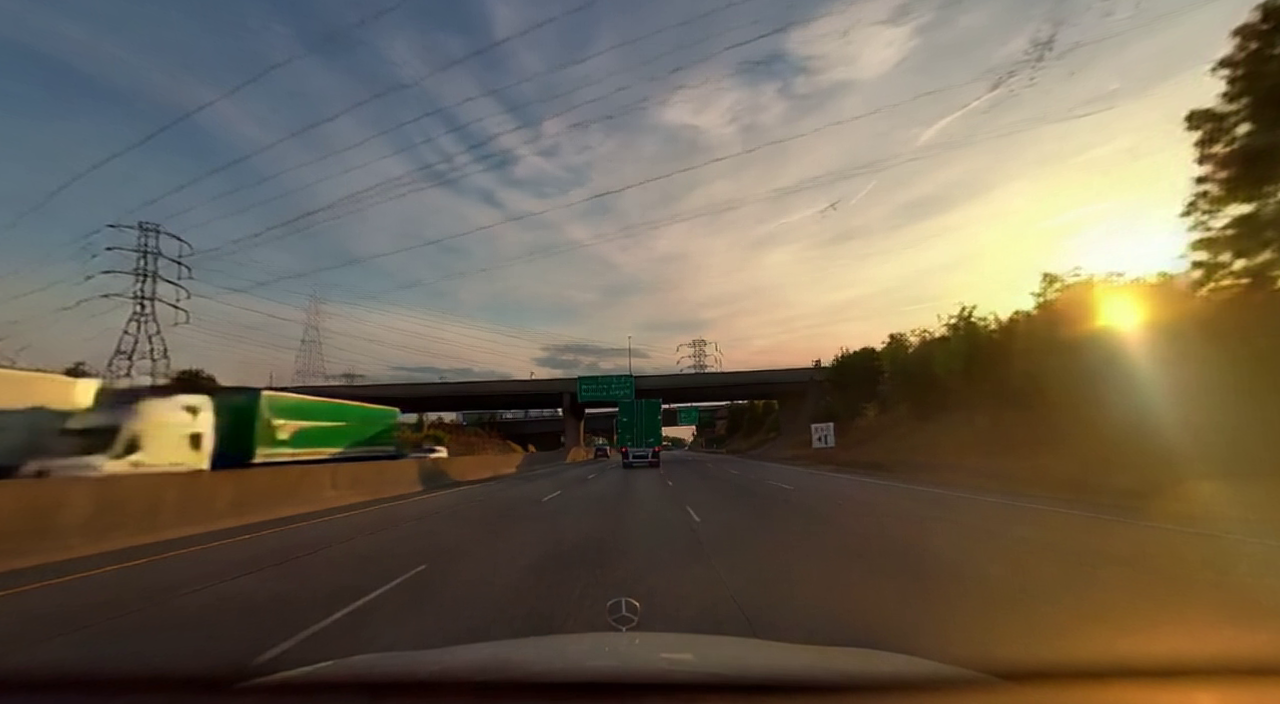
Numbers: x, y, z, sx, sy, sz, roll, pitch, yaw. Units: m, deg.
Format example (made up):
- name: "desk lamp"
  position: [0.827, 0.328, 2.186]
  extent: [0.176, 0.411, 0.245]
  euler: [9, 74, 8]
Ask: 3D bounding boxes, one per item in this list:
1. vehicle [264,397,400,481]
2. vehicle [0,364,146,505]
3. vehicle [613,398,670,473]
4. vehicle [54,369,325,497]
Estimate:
- name: "vehicle"
  position: [-15.886, 4.678, 33.360]
  extent: [2.816, 3.829, 8.260]
  euler: [-1, -9, 1]
- name: "vehicle"
  position: [-20.119, 2.178, 16.795]
  extent: [2.775, 4.063, 13.544]
  euler: [-1, -9, 0]
- name: "vehicle"
  position: [-0.008, 5.448, 40.285]
  extent: [3.025, 4.002, 12.709]
  euler: [0, -9, -1]
- name: "vehicle"
  position: [-15.942, 3.182, 23.795]
  extent: [2.809, 3.787, 9.920]
  euler: [0, -9, 0]
